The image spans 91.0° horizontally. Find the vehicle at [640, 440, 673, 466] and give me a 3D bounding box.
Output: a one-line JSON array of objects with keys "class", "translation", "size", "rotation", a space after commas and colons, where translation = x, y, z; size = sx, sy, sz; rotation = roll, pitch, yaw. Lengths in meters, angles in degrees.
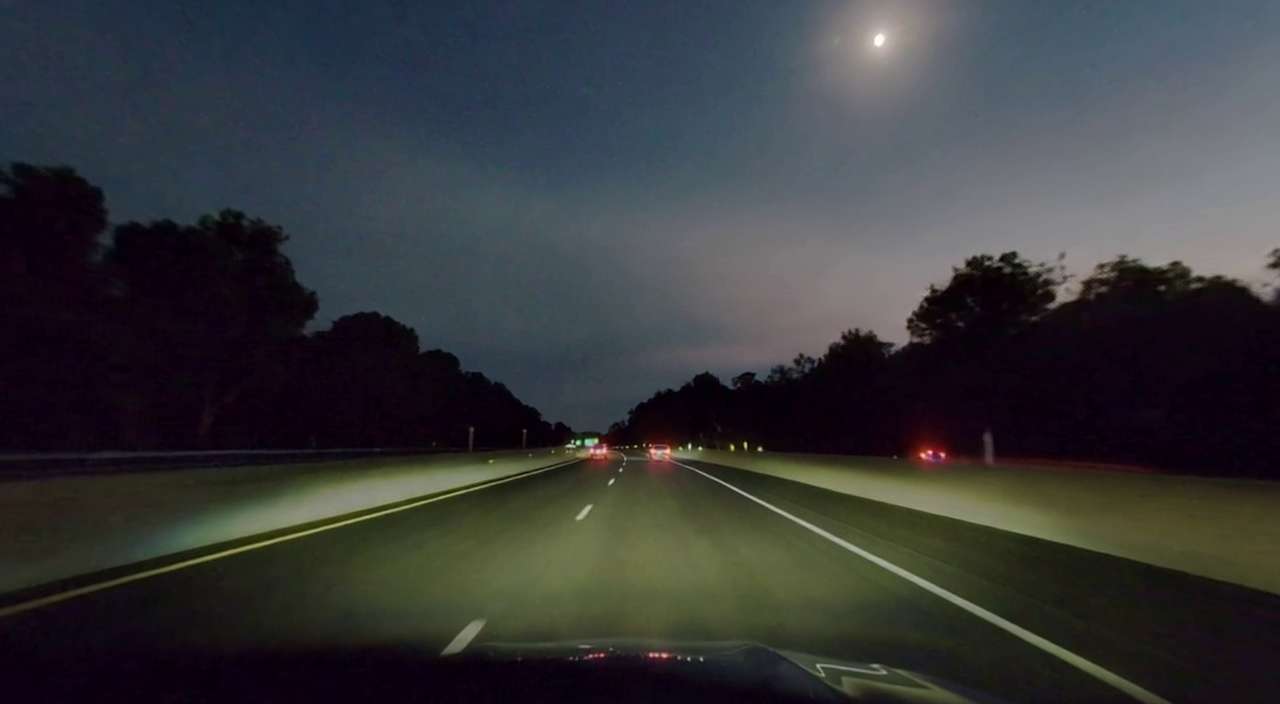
[{"class": "vehicle", "translation": [0.990, 6.329, 39.601], "size": [1.966, 1.542, 3.979], "rotation": [0, -8, -1]}]

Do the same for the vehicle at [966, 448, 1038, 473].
[{"class": "vehicle", "translation": [24.916, 7.458, 43.446], "size": [1.938, 1.534, 4.006], "rotation": [2, -9, -16]}]
